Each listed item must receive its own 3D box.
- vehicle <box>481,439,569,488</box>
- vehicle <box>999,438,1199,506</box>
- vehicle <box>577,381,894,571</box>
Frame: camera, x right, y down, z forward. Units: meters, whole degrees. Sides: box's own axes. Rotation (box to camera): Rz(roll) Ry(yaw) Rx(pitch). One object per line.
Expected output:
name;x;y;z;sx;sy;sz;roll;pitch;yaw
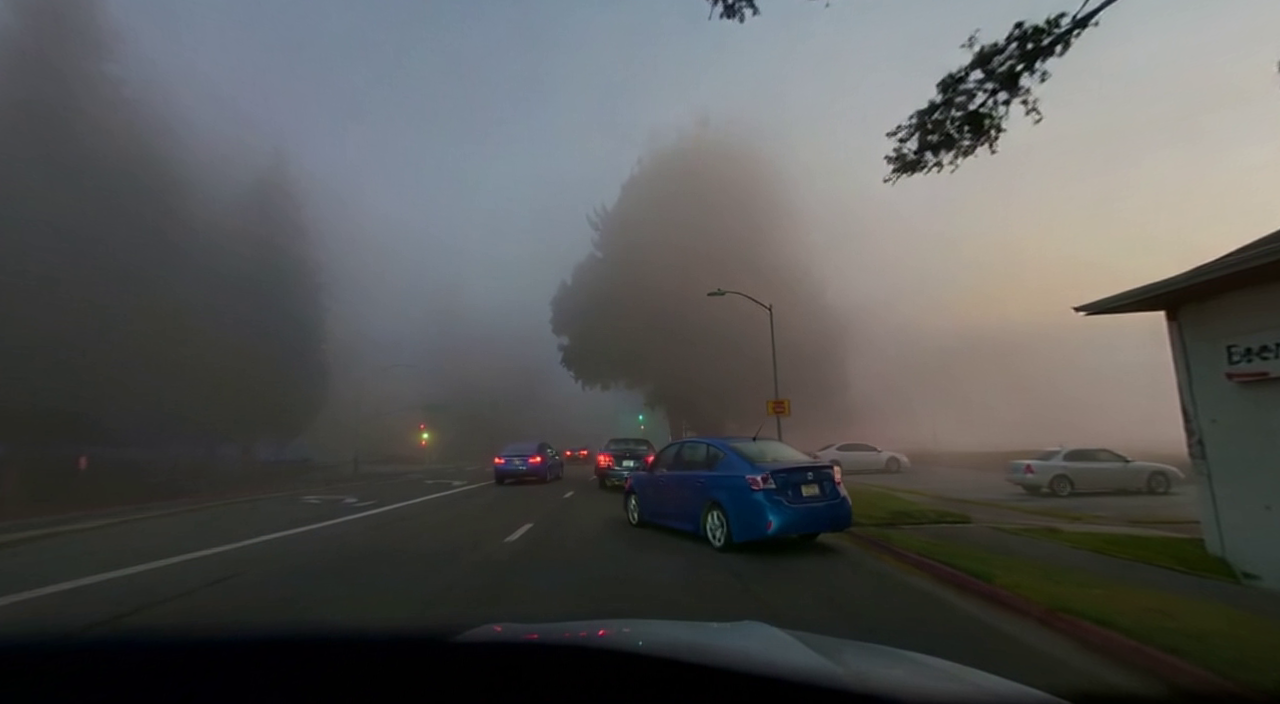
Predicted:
vehicle;-3.722;3.689;21.178;2.026;1.466;4.282;0;-8;2
vehicle;12.245;3.201;16.960;3.871;1.525;1.835;-3;-9;0
vehicle;0.987;1.653;9.093;2.052;1.955;4.642;5;-10;-29
